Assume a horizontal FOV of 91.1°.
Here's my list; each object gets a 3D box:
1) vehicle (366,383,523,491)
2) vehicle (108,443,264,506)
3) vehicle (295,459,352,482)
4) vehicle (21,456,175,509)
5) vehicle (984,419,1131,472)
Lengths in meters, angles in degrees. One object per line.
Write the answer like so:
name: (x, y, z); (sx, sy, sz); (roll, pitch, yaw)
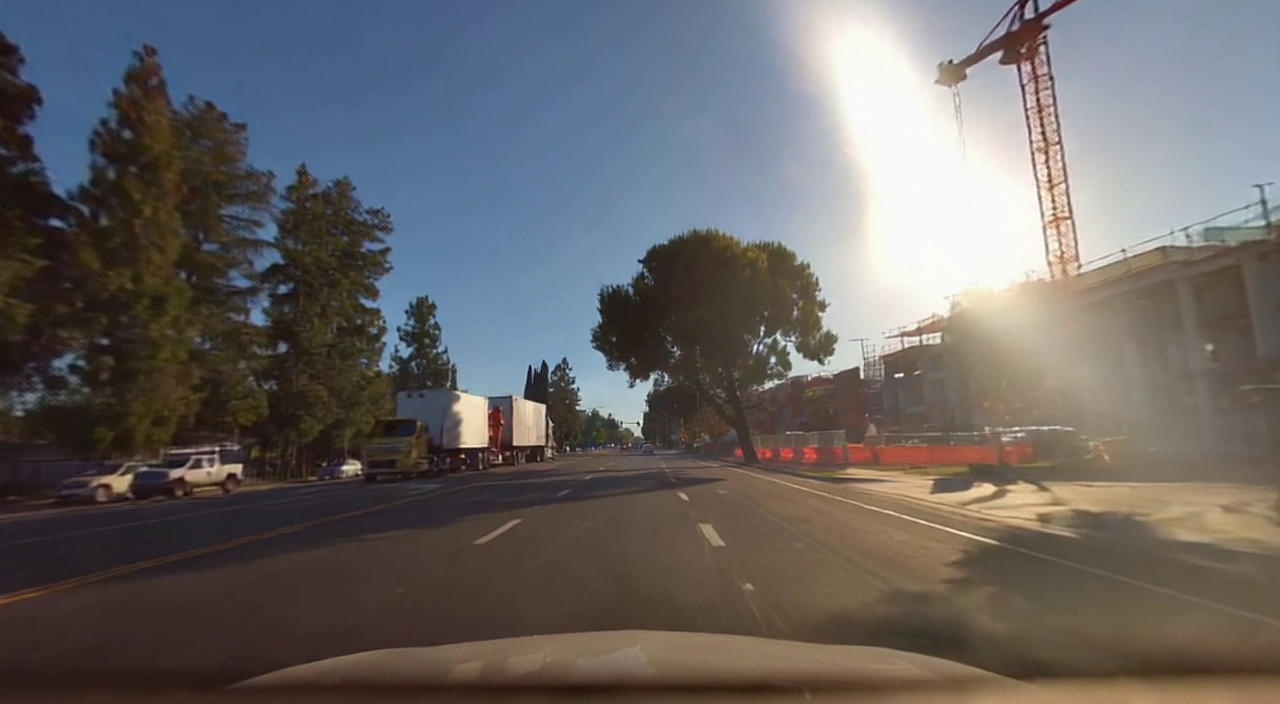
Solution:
vehicle: (-7.356, 3.511, 25.613); (3.032, 3.524, 9.640); (0, -8, 2)
vehicle: (-18.205, 4.853, 25.658); (2.154, 1.987, 5.836); (-5, -7, 0)
vehicle: (-21.691, 8.101, 43.195); (1.750, 1.390, 4.098); (0, -8, -1)
vehicle: (-21.542, 5.175, 25.299); (2.168, 1.800, 4.603); (0, -8, -2)
vehicle: (16.453, 3.741, 25.240); (2.021, 1.835, 5.654); (1, -8, 0)
